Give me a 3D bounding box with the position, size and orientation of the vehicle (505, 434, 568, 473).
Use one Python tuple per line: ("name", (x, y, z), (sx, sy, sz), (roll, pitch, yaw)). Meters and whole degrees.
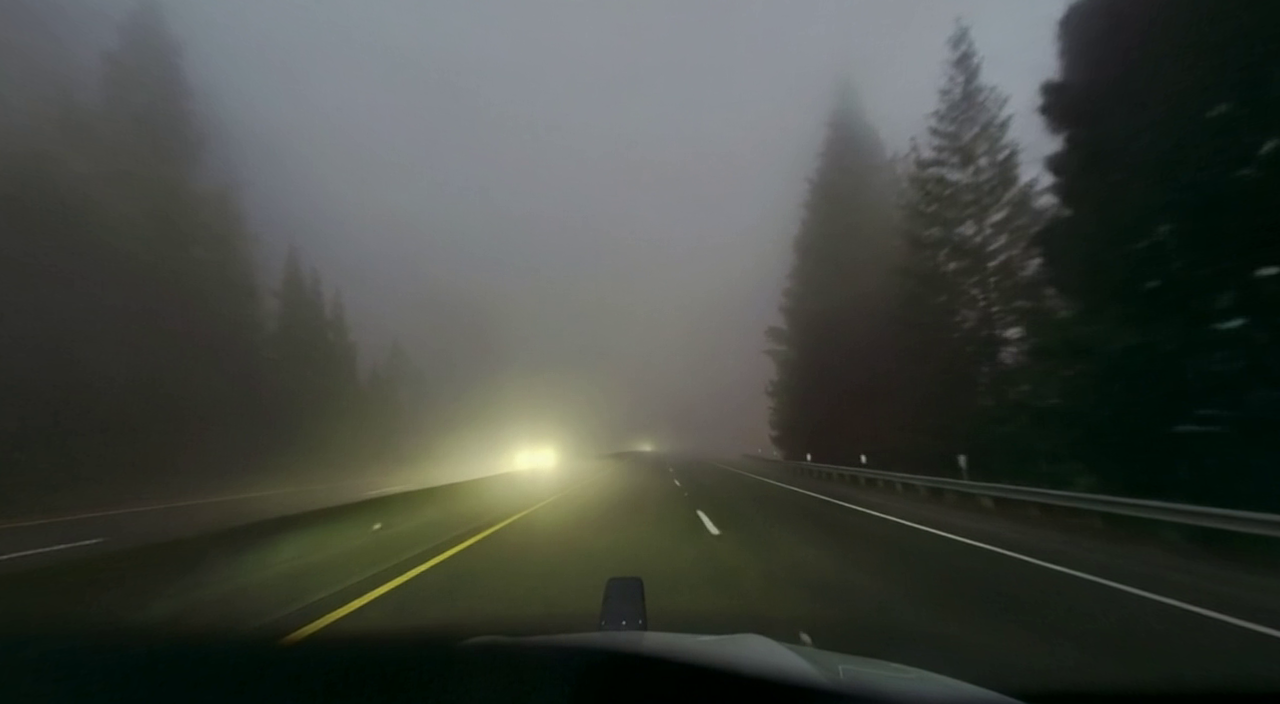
("vehicle", (-5.374, 5.390, 33.735), (2.275, 1.927, 5.574), (0, -8, 2))
